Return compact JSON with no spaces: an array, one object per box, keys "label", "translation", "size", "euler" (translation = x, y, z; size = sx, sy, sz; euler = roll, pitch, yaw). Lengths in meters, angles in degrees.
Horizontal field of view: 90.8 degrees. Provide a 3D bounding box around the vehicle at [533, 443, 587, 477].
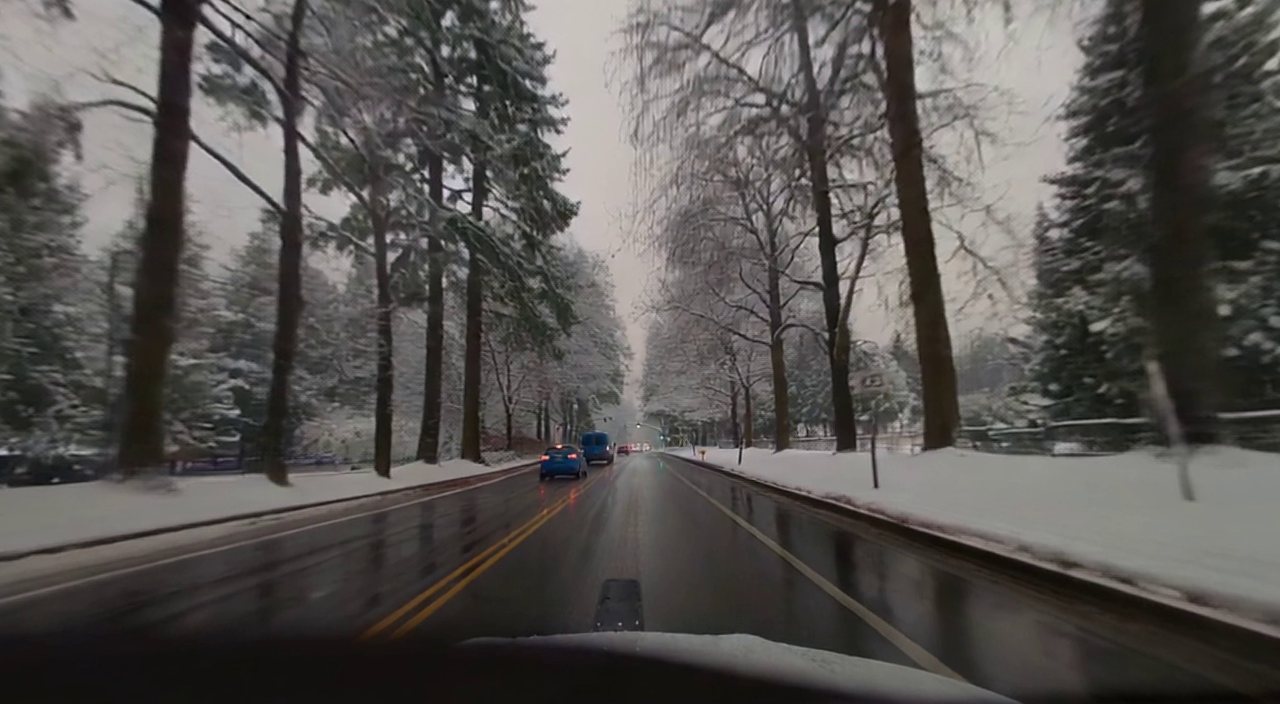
[{"label":"vehicle","translation":[-3.597,4.959,29.241],"size":[2.009,1.473,4.028],"euler":[0,-9,0]}]
